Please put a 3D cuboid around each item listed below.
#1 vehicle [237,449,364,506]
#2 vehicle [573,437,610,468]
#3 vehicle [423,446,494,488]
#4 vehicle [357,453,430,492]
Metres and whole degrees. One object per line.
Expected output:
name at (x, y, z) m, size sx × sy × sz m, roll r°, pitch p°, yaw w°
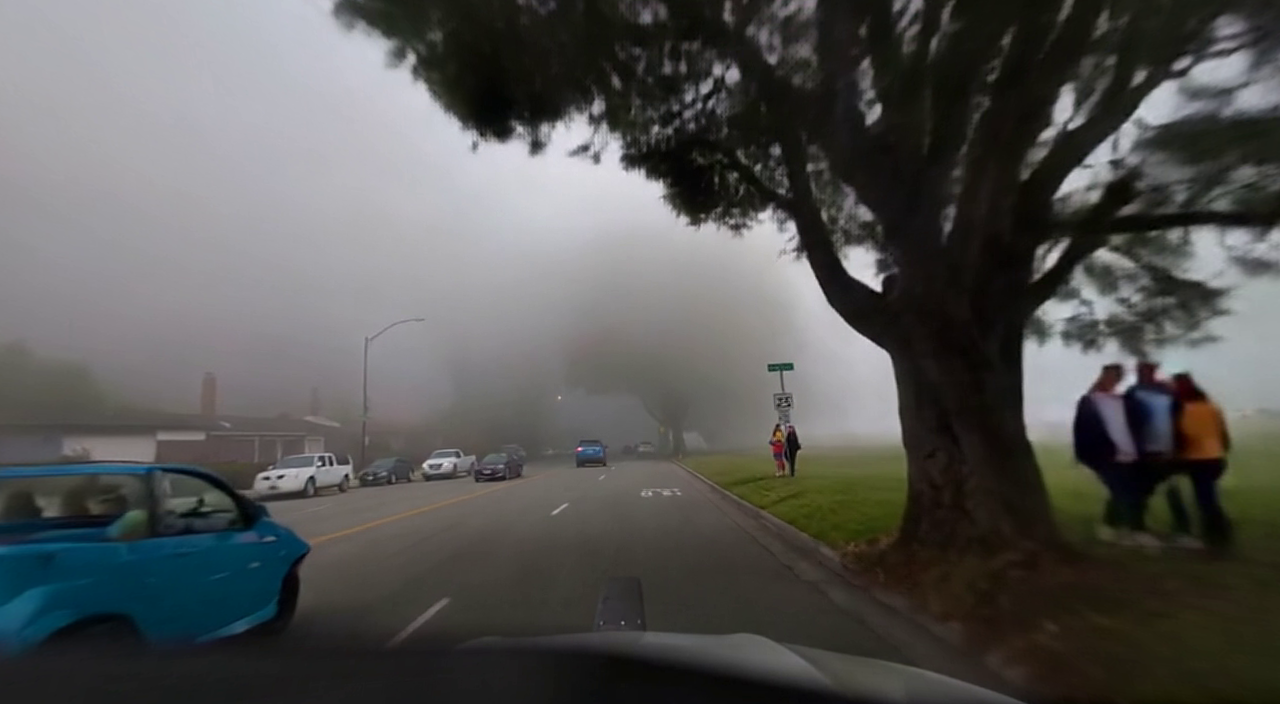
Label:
vehicle at (-12.112, 4.462, 22.889) m, size 1.904 × 1.728 × 4.997 m, roll 2°, pitch -8°, yaw -1°
vehicle at (-3.001, 6.319, 39.503) m, size 1.908 × 1.809 × 4.230 m, roll 0°, pitch -8°, yaw 1°
vehicle at (-8.966, 5.685, 31.429) m, size 2.019 × 1.907 × 4.697 m, roll 0°, pitch -8°, yaw 1°
vehicle at (-12.214, 5.974, 31.388) m, size 1.910 × 1.462 × 4.581 m, roll -4°, pitch -7°, yaw -2°
